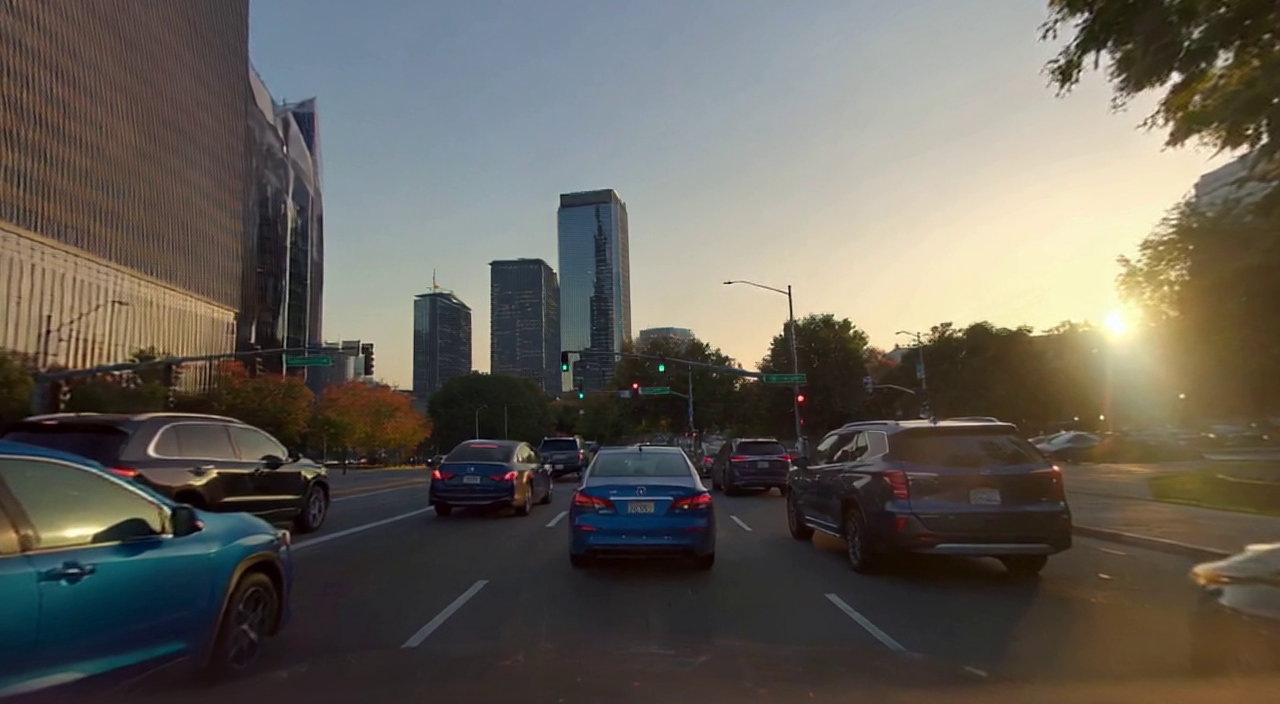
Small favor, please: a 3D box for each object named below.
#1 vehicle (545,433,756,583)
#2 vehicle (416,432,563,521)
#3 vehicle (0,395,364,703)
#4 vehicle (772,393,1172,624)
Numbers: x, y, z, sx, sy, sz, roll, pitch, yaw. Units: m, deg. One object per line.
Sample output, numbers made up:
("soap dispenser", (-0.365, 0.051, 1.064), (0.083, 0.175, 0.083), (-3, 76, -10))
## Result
("vehicle", (0.088, 1.901, 8.480), (2.147, 1.507, 3.953), (0, -9, -1))
("vehicle", (-3.233, 2.792, 14.711), (2.168, 1.719, 4.561), (-1, -9, 2))
("vehicle", (-3.326, 0.981, 2.629), (2.144, 1.505, 4.635), (-1, -9, 2))
("vehicle", (3.063, 1.552, 7.171), (2.108, 1.785, 4.334), (0, -9, -1))
